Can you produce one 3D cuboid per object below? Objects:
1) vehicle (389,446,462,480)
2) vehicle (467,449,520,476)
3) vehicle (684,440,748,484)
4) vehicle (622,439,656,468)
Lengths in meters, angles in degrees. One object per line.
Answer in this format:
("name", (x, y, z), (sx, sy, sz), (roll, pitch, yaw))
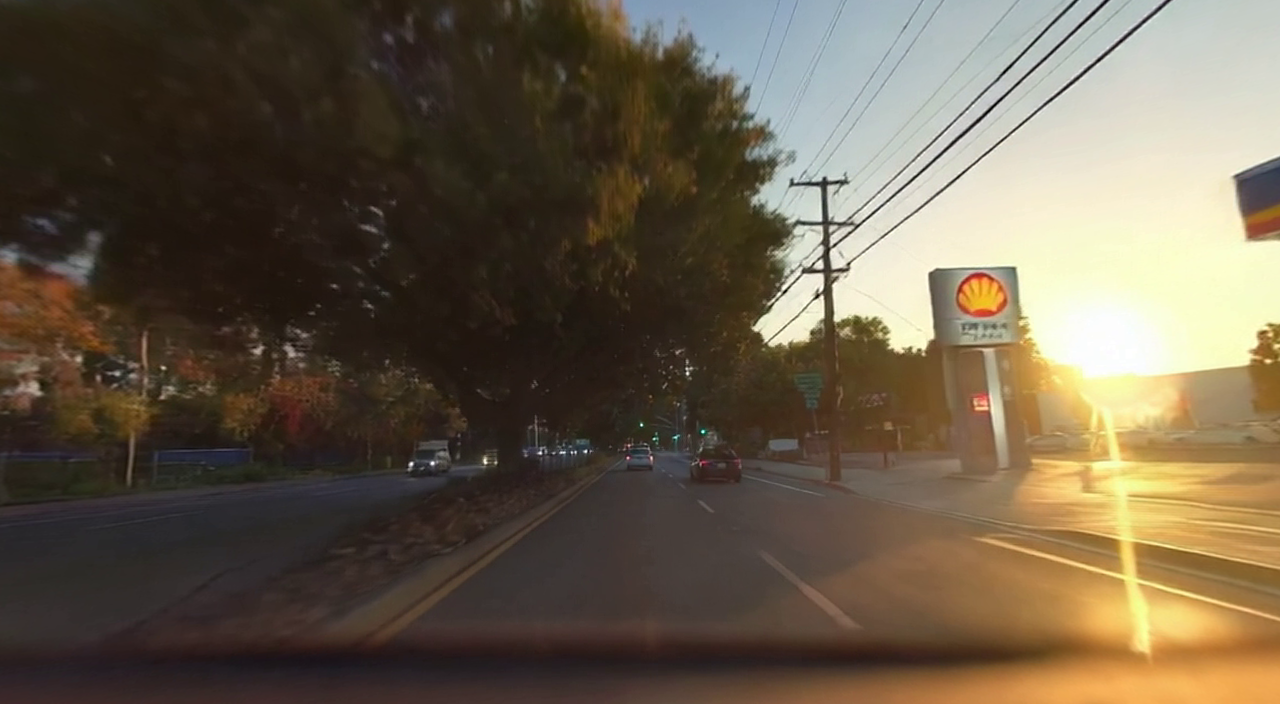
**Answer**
("vehicle", (-12.922, 6.670, 38.521), (2.415, 1.828, 5.778), (-1, -8, 0))
("vehicle", (-8.724, 6.599, 38.045), (2.180, 1.484, 4.612), (-1, -8, -1))
("vehicle", (3.022, 4.457, 25.957), (1.990, 1.592, 4.294), (-1, -8, -1))
("vehicle", (-0.105, 6.859, 42.970), (2.163, 1.825, 4.073), (-1, -8, -1))
